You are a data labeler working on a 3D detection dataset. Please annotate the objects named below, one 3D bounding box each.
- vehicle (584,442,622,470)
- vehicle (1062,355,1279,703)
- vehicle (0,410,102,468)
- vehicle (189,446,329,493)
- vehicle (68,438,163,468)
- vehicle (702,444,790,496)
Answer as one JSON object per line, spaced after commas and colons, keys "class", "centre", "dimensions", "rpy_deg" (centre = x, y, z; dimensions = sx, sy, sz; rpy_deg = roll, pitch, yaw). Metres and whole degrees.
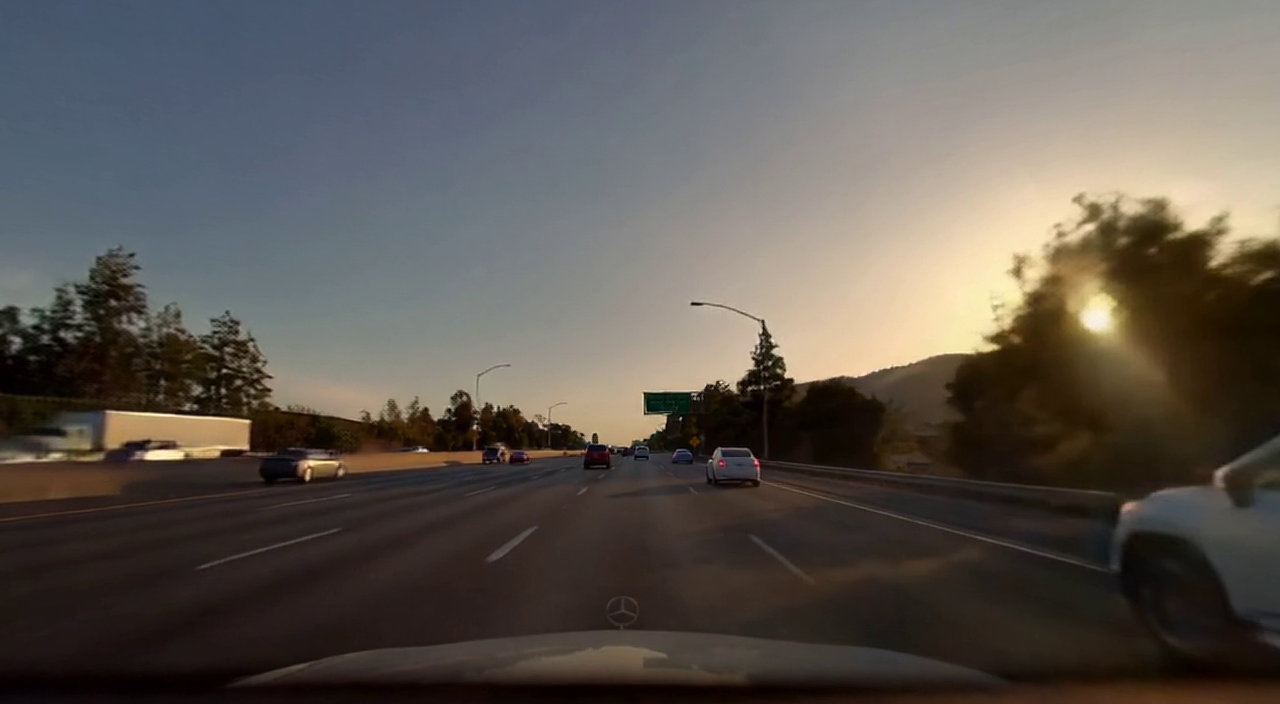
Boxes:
{"class": "vehicle", "centre": [-2.701, 7.751, 47.210], "dimensions": [2.449, 1.929, 5.503], "rpy_deg": [0, -9, 0]}
{"class": "vehicle", "centre": [4.372, 0.785, 2.388], "dimensions": [2.218, 1.776, 4.807], "rpy_deg": [0, -9, 1]}
{"class": "vehicle", "centre": [-39.352, 5.614, 40.912], "dimensions": [2.918, 3.456, 6.334], "rpy_deg": [1, -8, 0]}
{"class": "vehicle", "centre": [-13.796, 4.244, 23.260], "dimensions": [1.959, 1.520, 5.068], "rpy_deg": [0, -9, 0]}
{"class": "vehicle", "centre": [-28.102, 5.408, 33.918], "dimensions": [1.713, 1.511, 3.883], "rpy_deg": [0, -8, 0]}
{"class": "vehicle", "centre": [3.378, 3.865, 21.002], "dimensions": [2.126, 1.529, 4.438], "rpy_deg": [0, -9, -1]}
